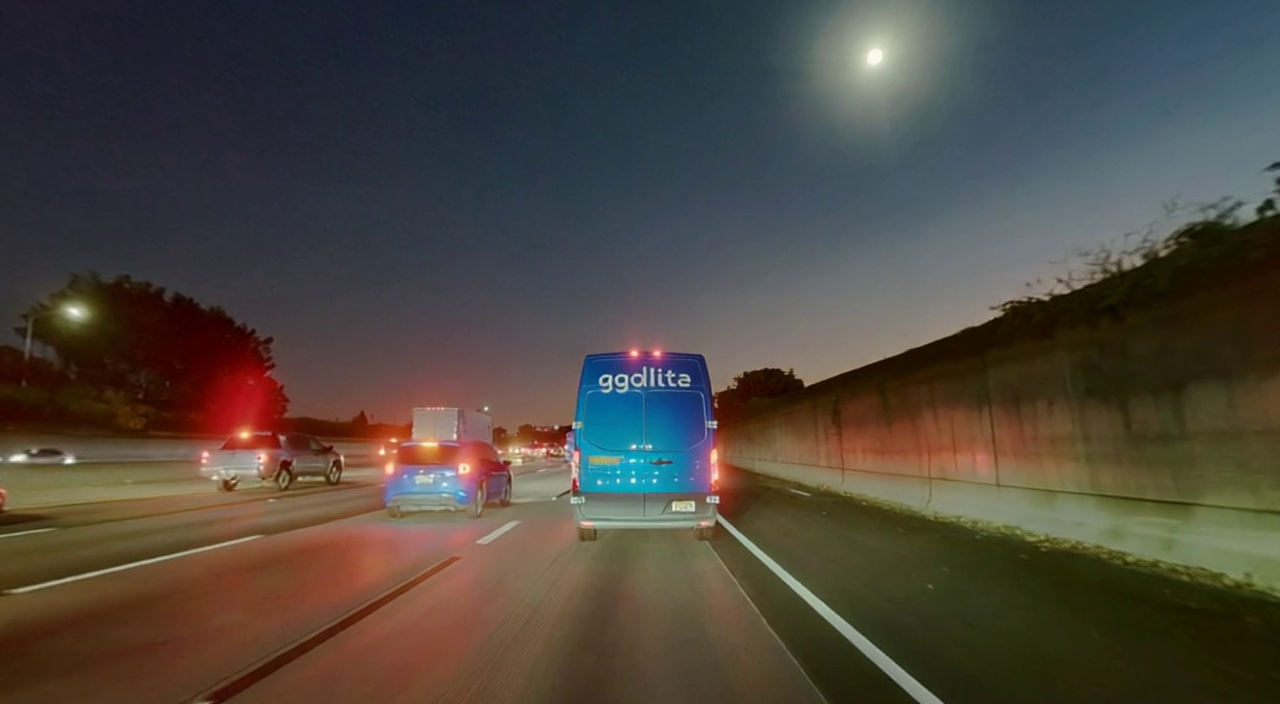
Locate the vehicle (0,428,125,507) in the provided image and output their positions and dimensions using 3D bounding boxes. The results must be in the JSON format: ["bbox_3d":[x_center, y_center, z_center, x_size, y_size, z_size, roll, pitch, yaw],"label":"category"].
[{"bbox_3d":[-14.428,2.580,14.246,1.812,1.642,4.323,0,-9,1],"label":"vehicle"}]

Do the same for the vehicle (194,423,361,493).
[{"bbox_3d":[-10.812,3.212,19.383,2.061,1.846,4.852,0,-8,3],"label":"vehicle"}]

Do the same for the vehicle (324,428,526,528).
[{"bbox_3d":[-3.819,2.331,12.303,2.212,1.551,4.658,0,-8,1],"label":"vehicle"}]

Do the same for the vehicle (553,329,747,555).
[{"bbox_3d":[0.158,1.544,10.910,2.316,2.738,6.398,0,-9,1],"label":"vehicle"}]
